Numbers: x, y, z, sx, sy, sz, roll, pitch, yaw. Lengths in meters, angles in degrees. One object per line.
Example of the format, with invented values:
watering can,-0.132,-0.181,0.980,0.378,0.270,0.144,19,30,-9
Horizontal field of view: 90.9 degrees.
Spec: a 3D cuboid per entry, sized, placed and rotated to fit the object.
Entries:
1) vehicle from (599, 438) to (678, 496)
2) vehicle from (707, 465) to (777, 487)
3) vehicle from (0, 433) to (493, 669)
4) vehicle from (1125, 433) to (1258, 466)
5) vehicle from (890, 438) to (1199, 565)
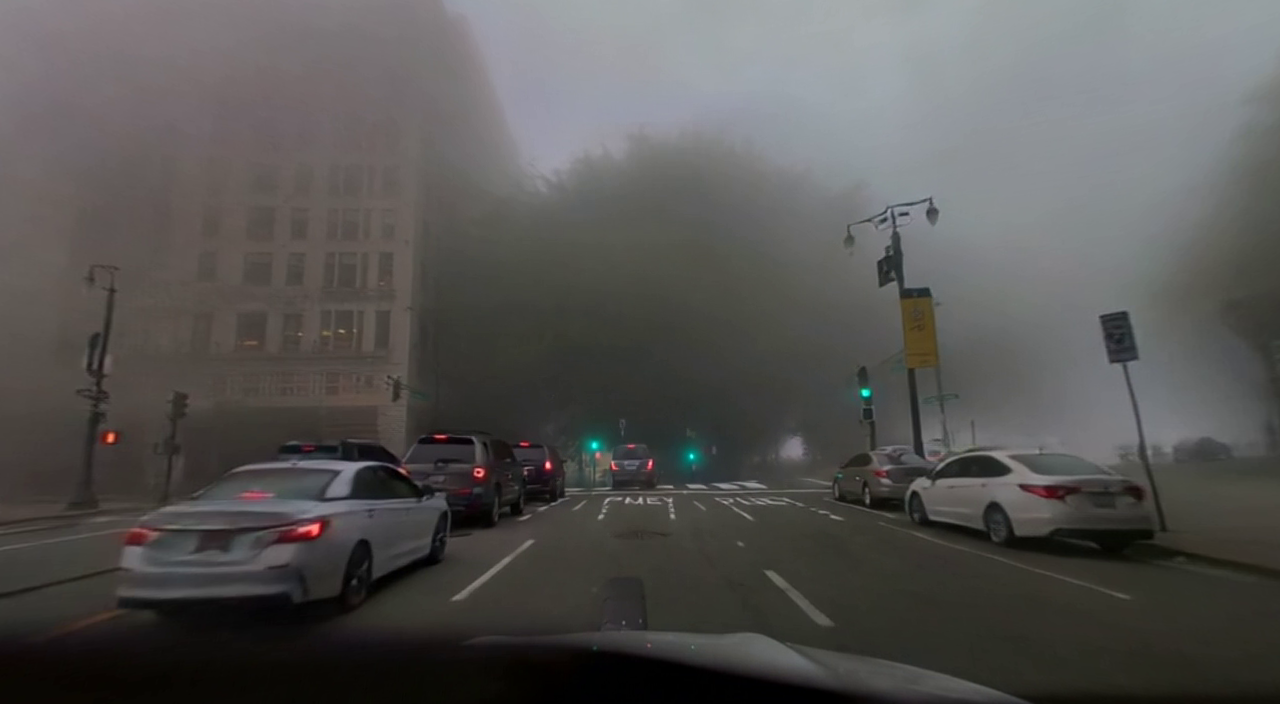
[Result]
vehicle,0.090,3.899,21.888,2.328,1.746,5.072,-1,-9,4
vehicle,7.447,9.125,46.470,4.766,1.502,1.891,0,-9,-4
vehicle,-3.009,1.590,6.256,1.930,1.450,4.497,0,-9,1
vehicle,26.827,4.781,30.792,4.598,1.519,1.994,0,-10,-1
vehicle,5.882,2.182,10.067,1.919,1.529,4.558,0,-9,0
